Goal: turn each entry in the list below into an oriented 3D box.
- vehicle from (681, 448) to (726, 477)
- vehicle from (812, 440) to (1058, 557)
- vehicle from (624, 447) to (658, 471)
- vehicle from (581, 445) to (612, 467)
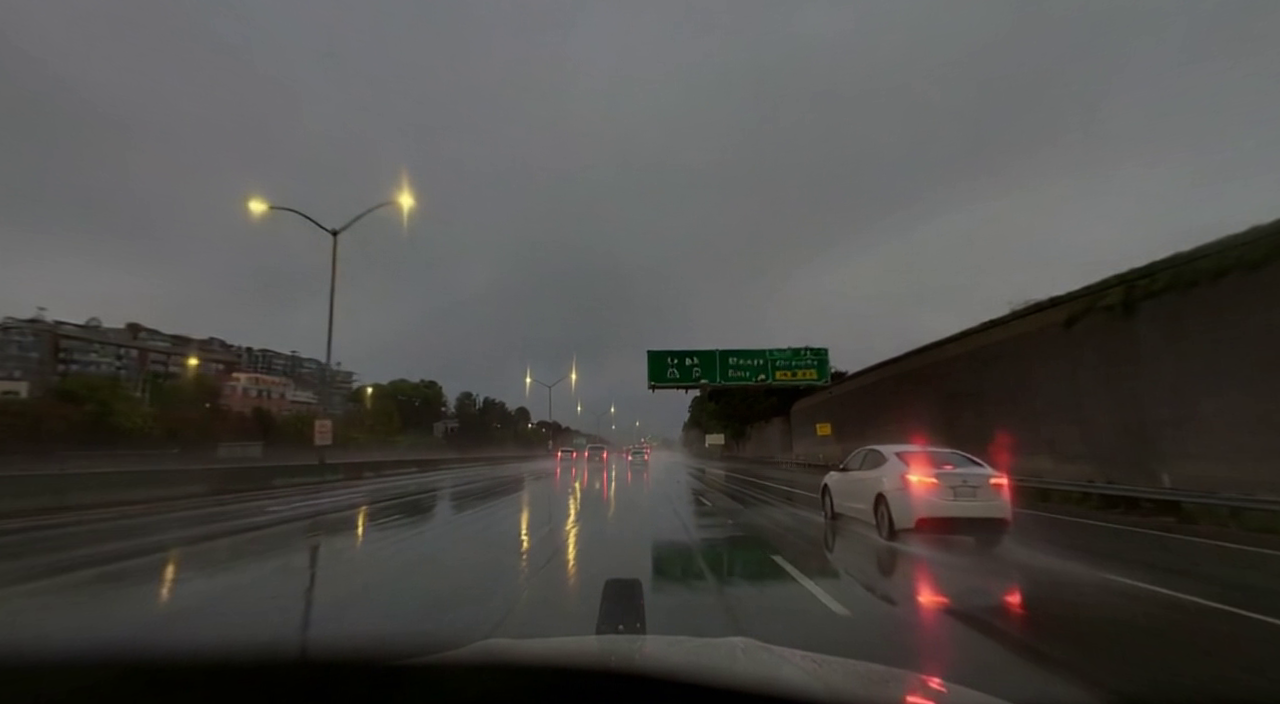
[{"bbox_3d":[3.459,6.109,35.128,2.036,1.517,4.256,0,-9,-1],"label":"vehicle"},{"bbox_3d":[4.571,2.309,10.745,2.077,1.527,4.553,0,-9,2],"label":"vehicle"},{"bbox_3d":[0.065,7.062,41.721,2.166,1.496,4.158,0,-9,0],"label":"vehicle"},{"bbox_3d":[-3.377,8.209,49.769,2.091,1.664,4.157,0,-9,0],"label":"vehicle"}]
